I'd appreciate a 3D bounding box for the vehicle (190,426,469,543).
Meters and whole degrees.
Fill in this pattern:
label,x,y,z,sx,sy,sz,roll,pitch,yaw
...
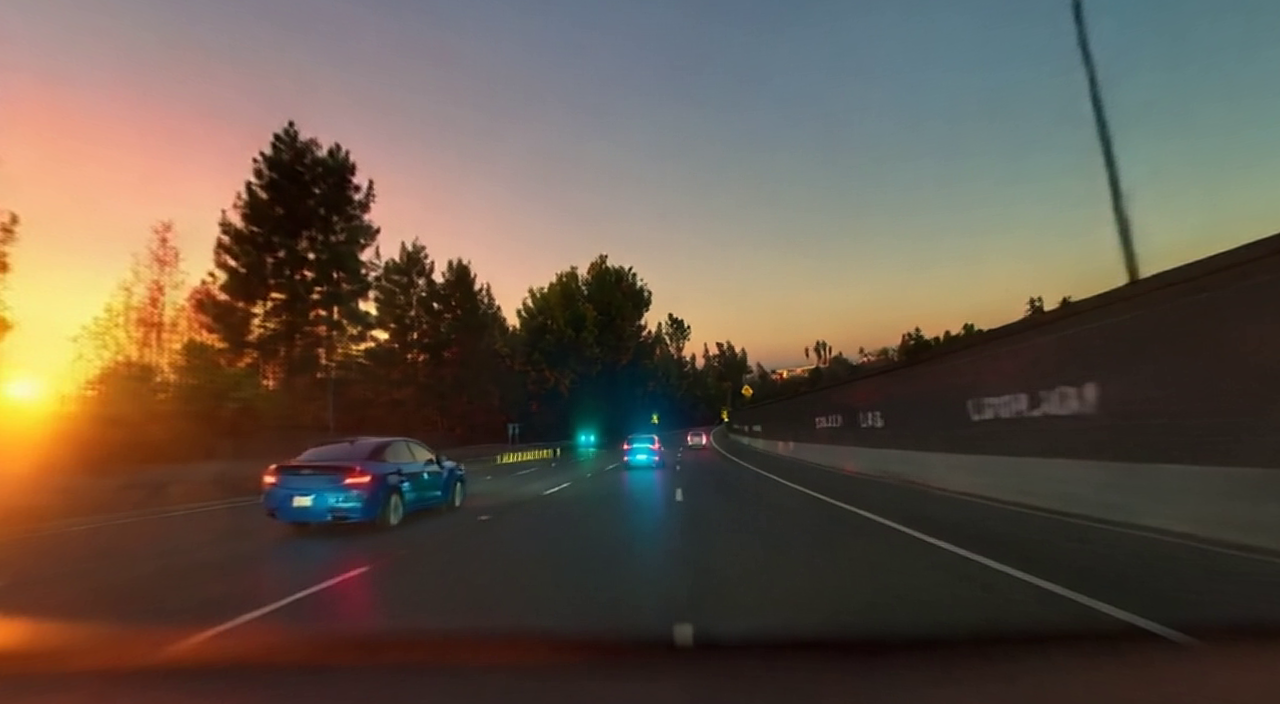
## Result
label,x,y,z,sx,sy,sz,roll,pitch,yaw
vehicle,-4.613,2.037,10.470,1.981,1.460,4.792,-1,-8,3

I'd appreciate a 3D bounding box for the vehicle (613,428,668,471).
label,x,y,z,sx,sy,sz,roll,pitch,yaw
vehicle,0.115,4.147,27.065,2.082,1.638,4.644,-1,-8,3
